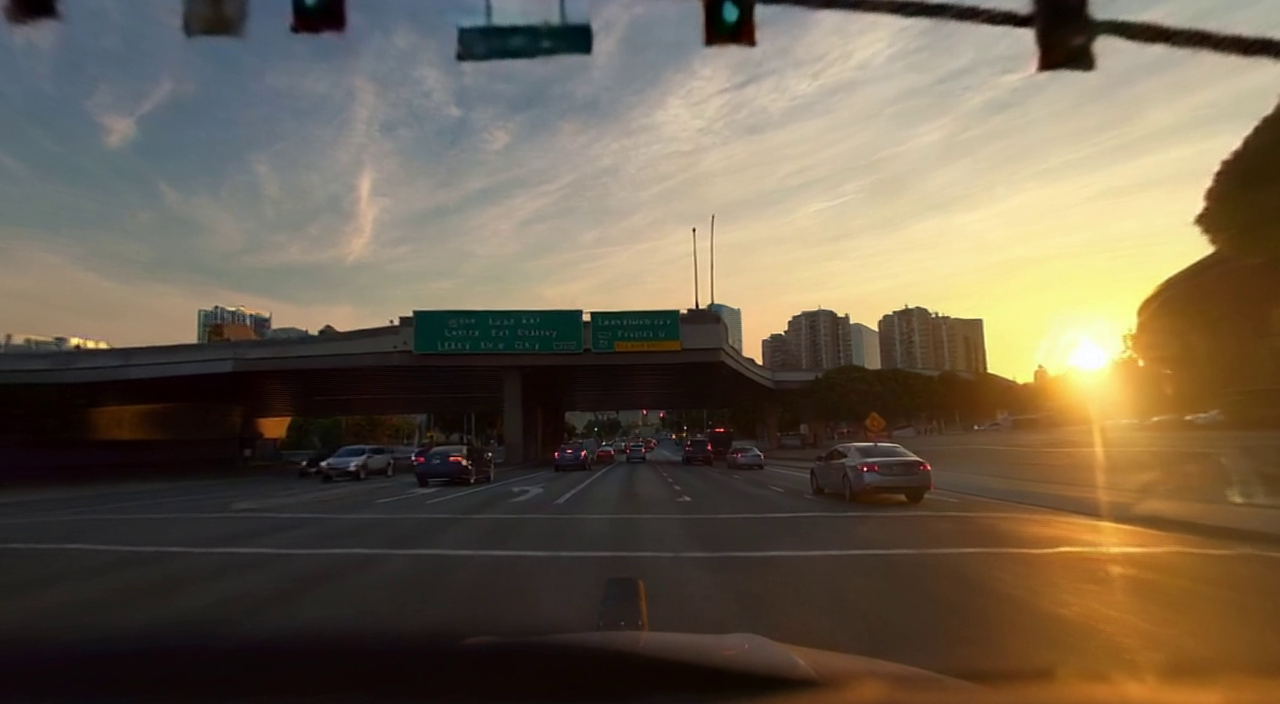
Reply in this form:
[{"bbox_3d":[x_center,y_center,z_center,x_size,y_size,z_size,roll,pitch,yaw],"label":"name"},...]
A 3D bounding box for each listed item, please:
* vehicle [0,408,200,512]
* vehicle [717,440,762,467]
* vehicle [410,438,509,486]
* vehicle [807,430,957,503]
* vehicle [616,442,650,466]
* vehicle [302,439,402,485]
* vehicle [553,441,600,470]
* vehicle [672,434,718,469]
[{"bbox_3d":[-19.167,3.374,19.971,3.019,2.822,10.028,0,-8,1],"label":"vehicle"},{"bbox_3d":[6.048,6.242,38.695,1.924,1.527,4.268,0,-8,-2],"label":"vehicle"},{"bbox_3d":[-6.082,3.740,21.750,2.070,1.488,4.376,0,-8,1],"label":"vehicle"},{"bbox_3d":[6.045,2.909,16.397,2.056,1.624,4.498,0,-8,-1],"label":"vehicle"},{"bbox_3d":[-0.411,6.410,39.603,2.026,1.453,3.780,0,-8,0],"label":"vehicle"},{"bbox_3d":[-11.775,4.502,26.037,1.993,1.718,4.396,0,-8,0],"label":"vehicle"},{"bbox_3d":[-3.351,5.567,33.884,2.041,1.466,4.212,0,-8,1],"label":"vehicle"},{"bbox_3d":[2.939,5.440,34.491,2.034,1.762,4.420,0,-8,-1],"label":"vehicle"}]
